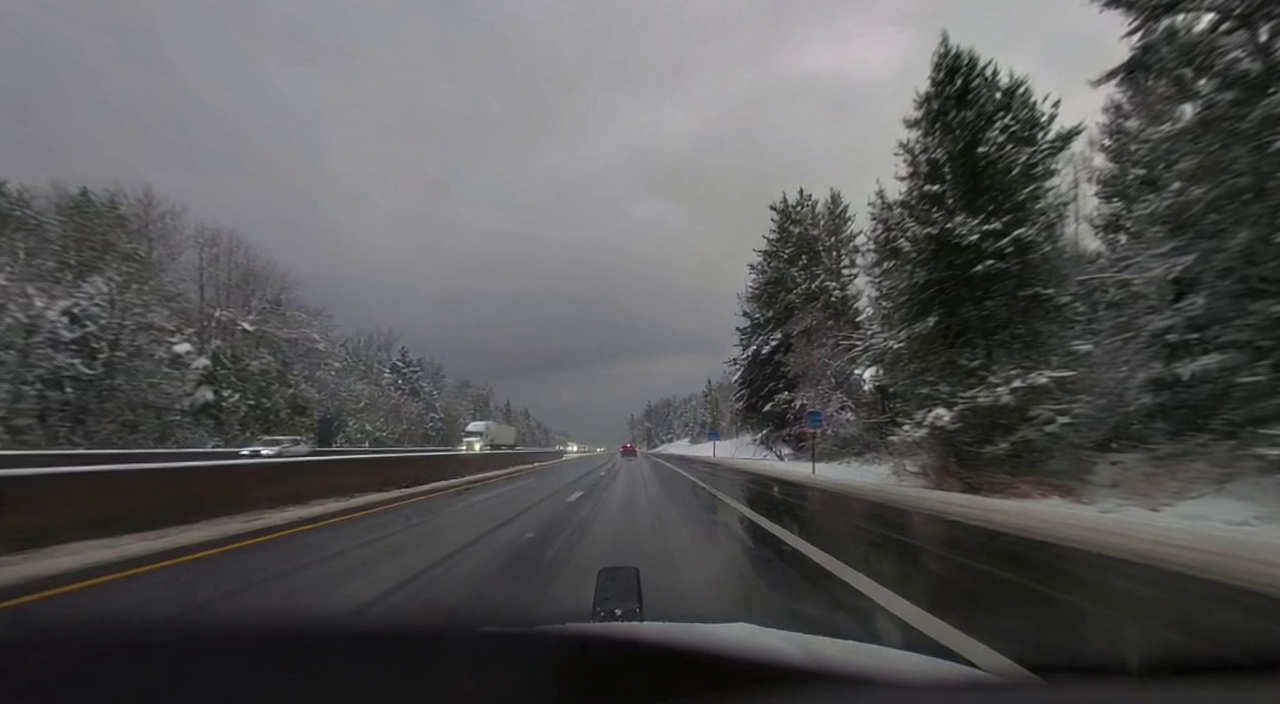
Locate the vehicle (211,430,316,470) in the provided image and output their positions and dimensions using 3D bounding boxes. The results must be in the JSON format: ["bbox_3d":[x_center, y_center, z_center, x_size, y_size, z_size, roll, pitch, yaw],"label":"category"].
[{"bbox_3d":[-16.724,4.408,28.227,1.967,1.632,4.428,0,-9,0],"label":"vehicle"}]
